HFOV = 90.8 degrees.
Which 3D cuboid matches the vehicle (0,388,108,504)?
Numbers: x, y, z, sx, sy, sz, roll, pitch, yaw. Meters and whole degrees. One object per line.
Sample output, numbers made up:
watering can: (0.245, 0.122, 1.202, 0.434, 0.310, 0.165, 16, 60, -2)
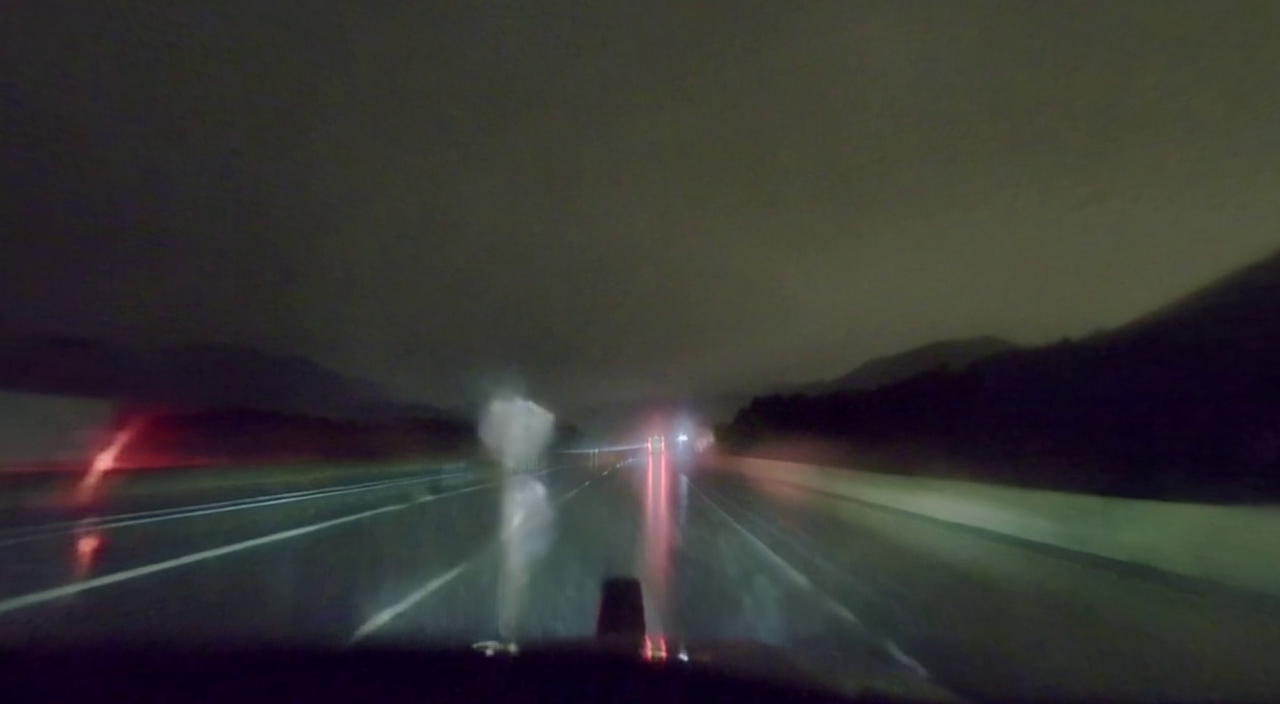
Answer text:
vehicle: (-23.540, 2.851, 19.137, 2.899, 3.944, 13.450, 0, -9, 1)
